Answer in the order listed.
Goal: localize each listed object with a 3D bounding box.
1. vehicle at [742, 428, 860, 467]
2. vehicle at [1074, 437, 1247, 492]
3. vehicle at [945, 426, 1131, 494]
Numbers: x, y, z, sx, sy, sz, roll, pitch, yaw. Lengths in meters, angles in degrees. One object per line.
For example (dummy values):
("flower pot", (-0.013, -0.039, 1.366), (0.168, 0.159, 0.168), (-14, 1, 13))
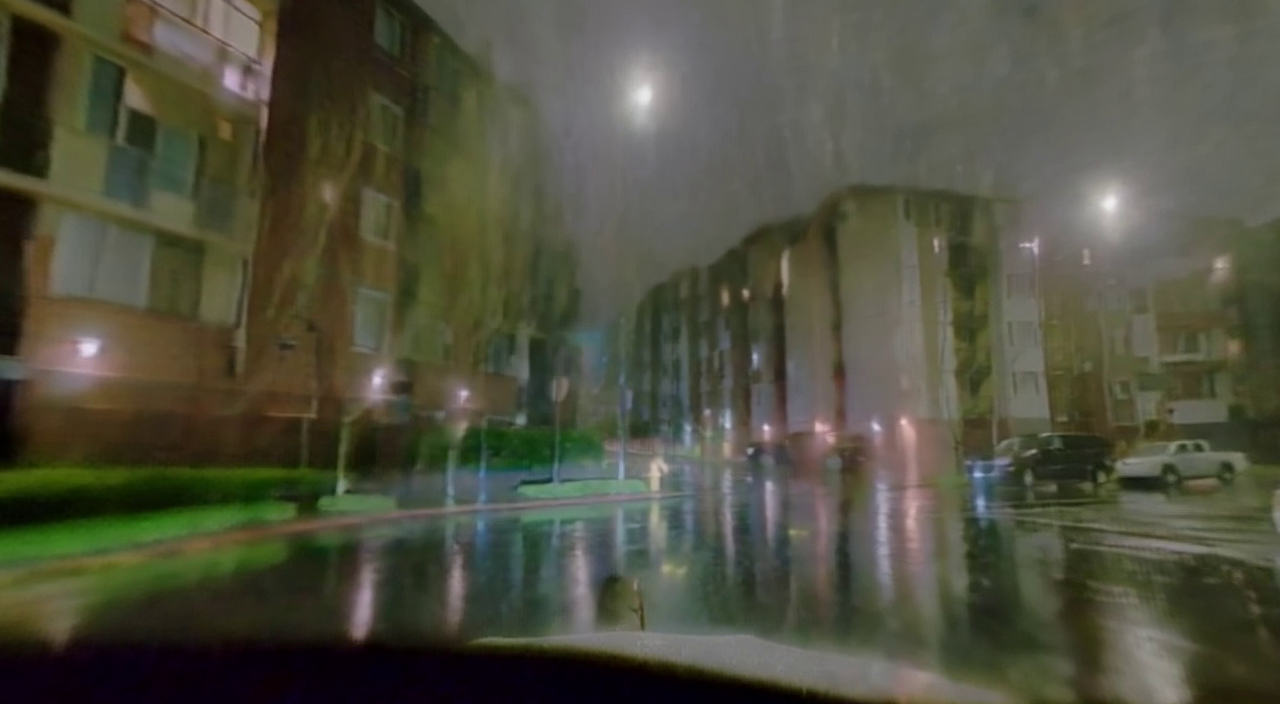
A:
("vehicle", (6.520, 3.829, 25.508), (4.714, 1.458, 1.812), (5, -9, -32))
("vehicle", (16.183, 3.431, 19.648), (4.696, 1.478, 1.902), (2, -9, -20))
("vehicle", (11.347, 3.029, 18.076), (4.584, 1.744, 1.946), (3, -8, -19))
